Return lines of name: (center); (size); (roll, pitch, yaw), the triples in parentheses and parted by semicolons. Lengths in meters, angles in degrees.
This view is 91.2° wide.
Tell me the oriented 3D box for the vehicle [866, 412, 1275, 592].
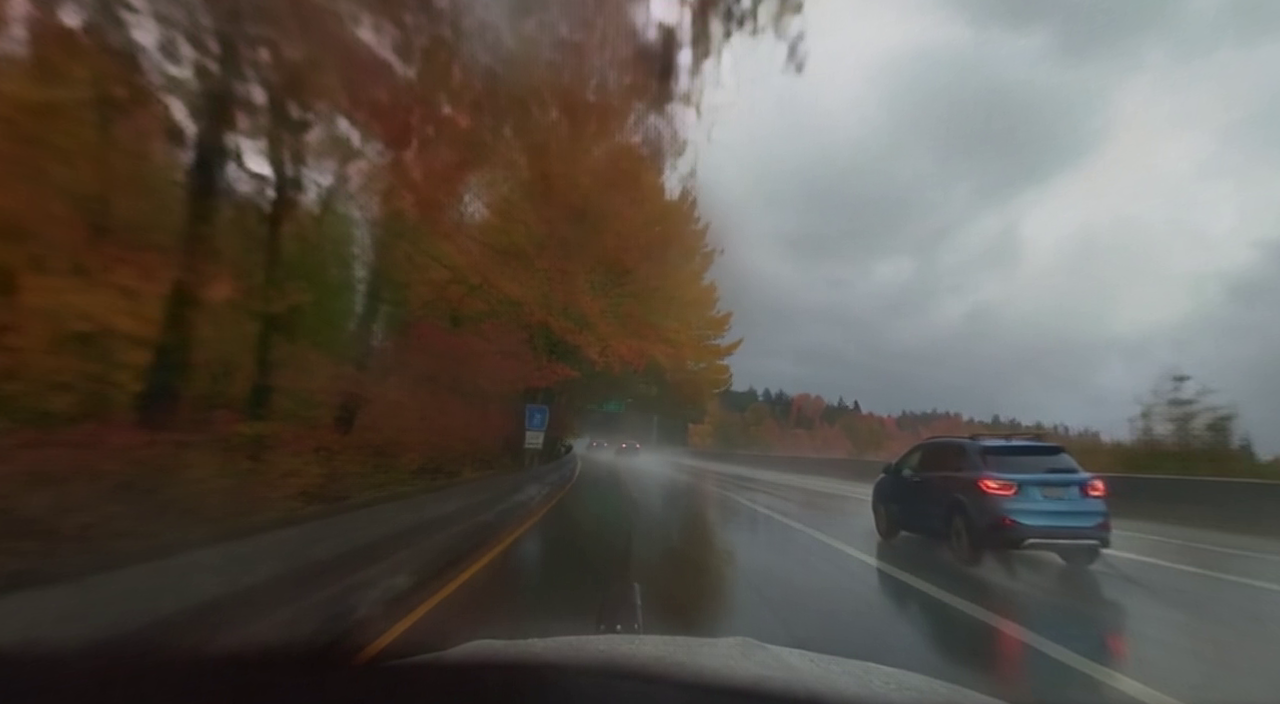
vehicle: (4.531, 1.628, 7.583); (1.952, 1.536, 4.036); (0, -9, -2)
